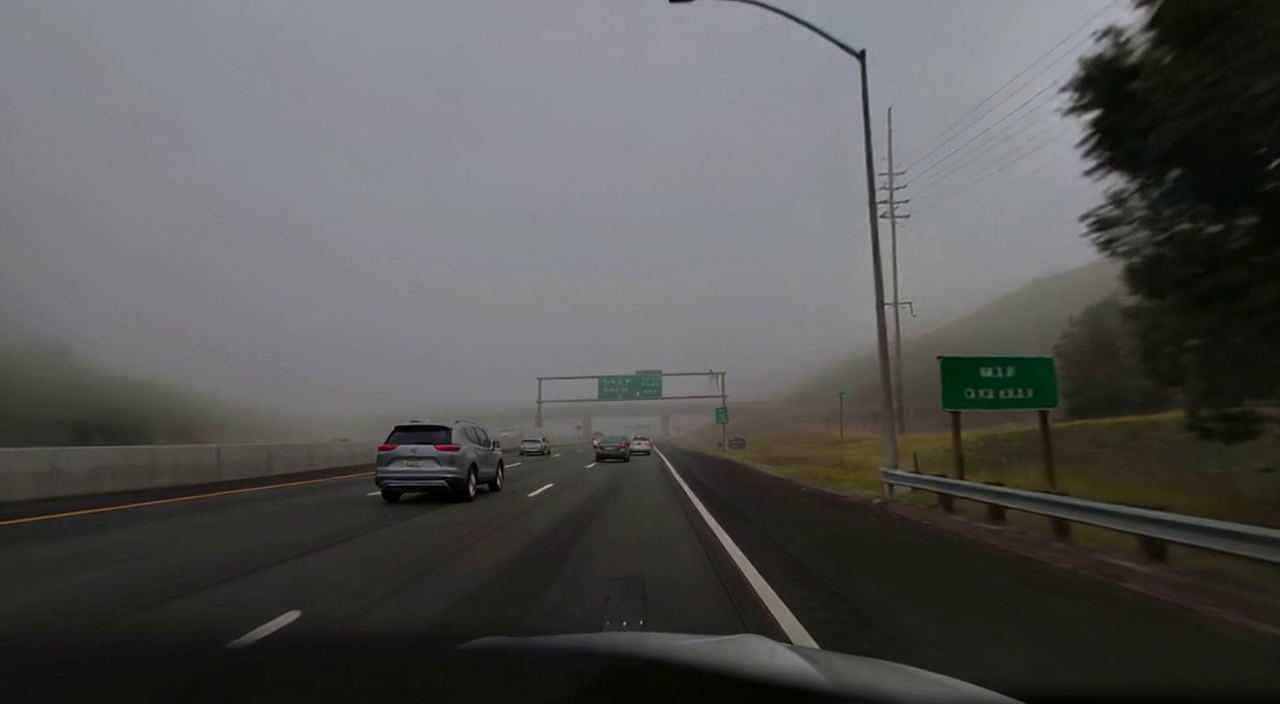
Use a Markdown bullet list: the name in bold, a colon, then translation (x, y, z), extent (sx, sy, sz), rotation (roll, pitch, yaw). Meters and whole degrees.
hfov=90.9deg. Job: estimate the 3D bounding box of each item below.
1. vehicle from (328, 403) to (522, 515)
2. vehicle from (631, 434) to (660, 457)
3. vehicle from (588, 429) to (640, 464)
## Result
- **vehicle**: translation (-4.031, 2.132, 12.975), extent (2.228, 1.845, 4.847), rotation (0, -8, 1)
- **vehicle**: translation (0.370, 6.352, 42.944), extent (1.855, 1.450, 3.716), rotation (0, -8, 0)
- **vehicle**: translation (-1.254, 4.845, 32.312), extent (2.193, 1.651, 3.946), rotation (-1, -8, 5)
